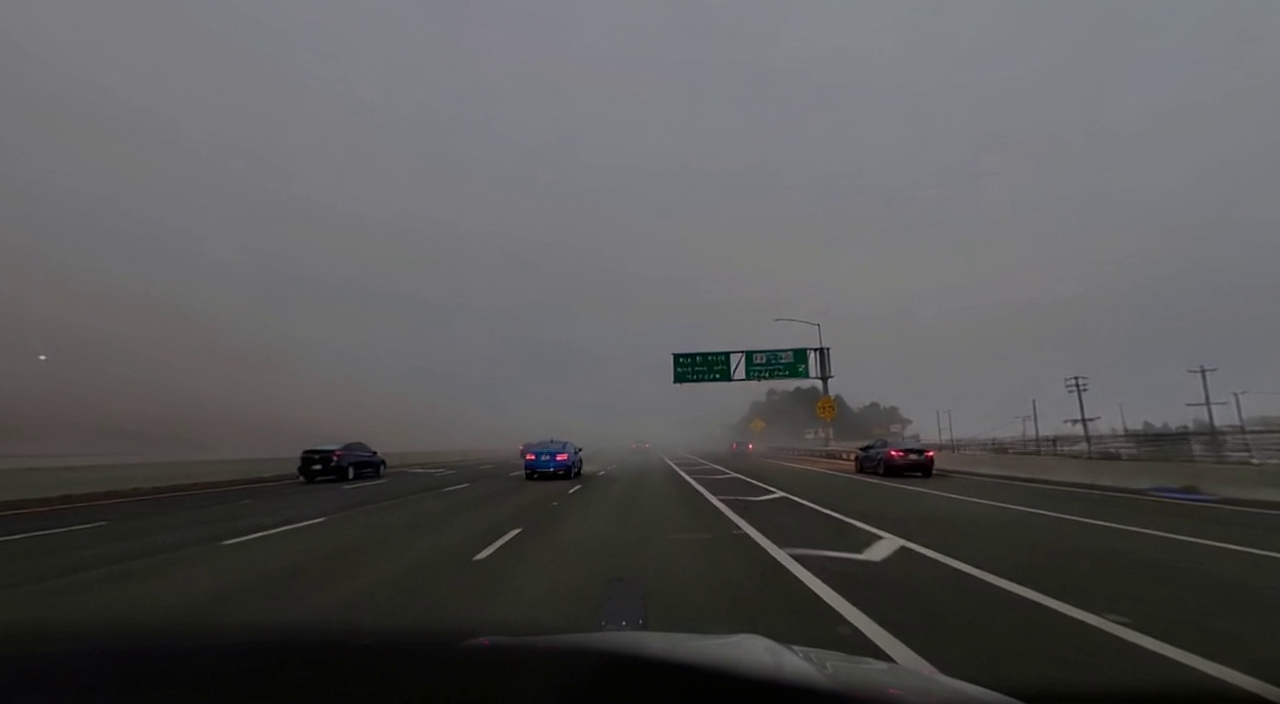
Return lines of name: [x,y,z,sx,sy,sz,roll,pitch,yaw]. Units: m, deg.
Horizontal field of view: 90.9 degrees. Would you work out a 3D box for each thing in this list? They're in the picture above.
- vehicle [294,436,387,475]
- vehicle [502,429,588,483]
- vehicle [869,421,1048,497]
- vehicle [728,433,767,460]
vehicle: [-14.128,4.886,30.100,2.049,1.707,4.743,0,-8,0]
vehicle: [-3.273,3.720,22.911,2.210,1.730,5.133,0,-8,1]
vehicle: [7.783,2.662,16.055,2.122,1.646,4.491,0,-8,-1]
vehicle: [7.558,6.678,44.705,2.172,1.824,5.031,-1,-8,3]
